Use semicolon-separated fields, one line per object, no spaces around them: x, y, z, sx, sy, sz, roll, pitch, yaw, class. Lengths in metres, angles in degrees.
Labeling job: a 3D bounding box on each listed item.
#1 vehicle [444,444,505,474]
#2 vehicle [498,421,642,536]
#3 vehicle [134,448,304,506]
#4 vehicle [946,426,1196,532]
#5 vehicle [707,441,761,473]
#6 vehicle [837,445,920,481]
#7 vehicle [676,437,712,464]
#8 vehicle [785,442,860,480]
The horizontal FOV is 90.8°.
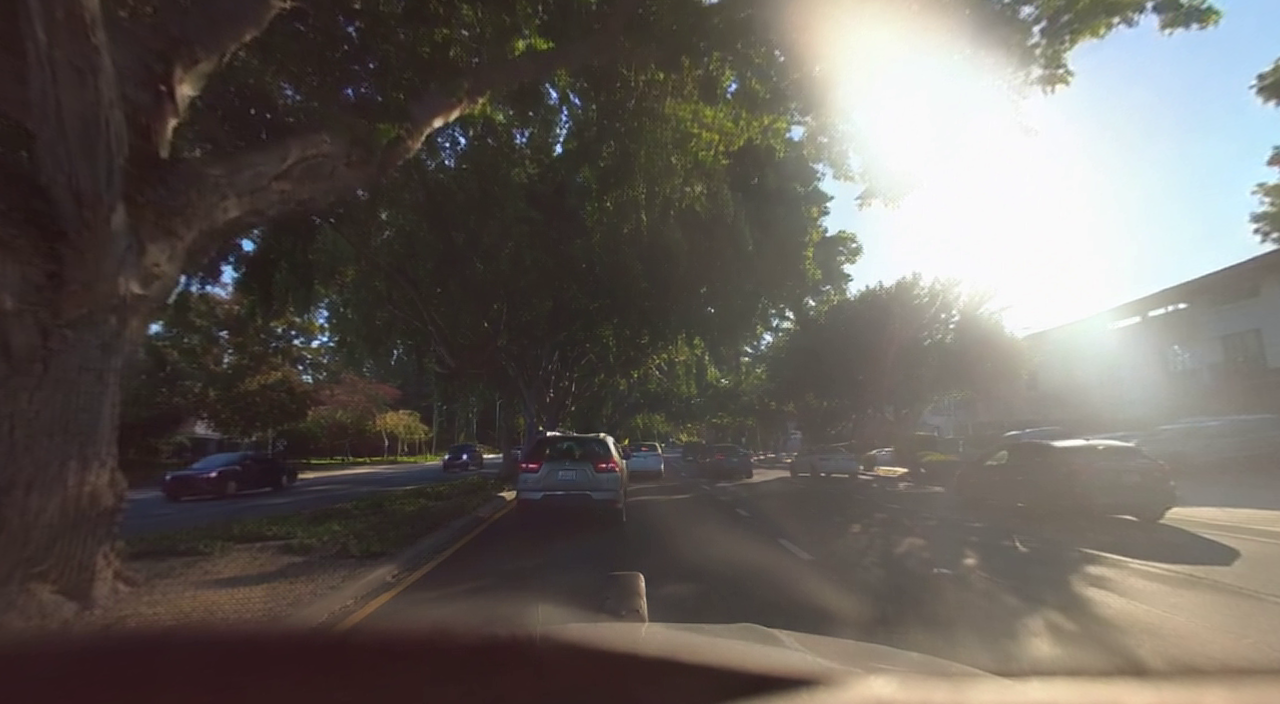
-8.569;5.560;33.084;1.966;1.489;4.099;0;-8;1;vehicle
-1.212;2.139;11.247;2.106;1.655;3.717;1;-8;-6;vehicle
-12.243;3.612;18.804;1.981;1.463;4.395;0;-8;1;vehicle
8.143;2.408;12.596;2.168;1.709;4.289;-1;-8;5;vehicle
4.683;5.309;32.241;2.175;1.477;4.520;0;-8;2;vehicle
10.598;4.942;28.509;1.894;1.469;4.775;0;-8;0;vehicle
3.844;7.147;45.989;2.114;1.846;4.659;0;-8;-1;vehicle
7.630;4.586;26.882;1.977;1.485;4.308;0;-8;1;vehicle
